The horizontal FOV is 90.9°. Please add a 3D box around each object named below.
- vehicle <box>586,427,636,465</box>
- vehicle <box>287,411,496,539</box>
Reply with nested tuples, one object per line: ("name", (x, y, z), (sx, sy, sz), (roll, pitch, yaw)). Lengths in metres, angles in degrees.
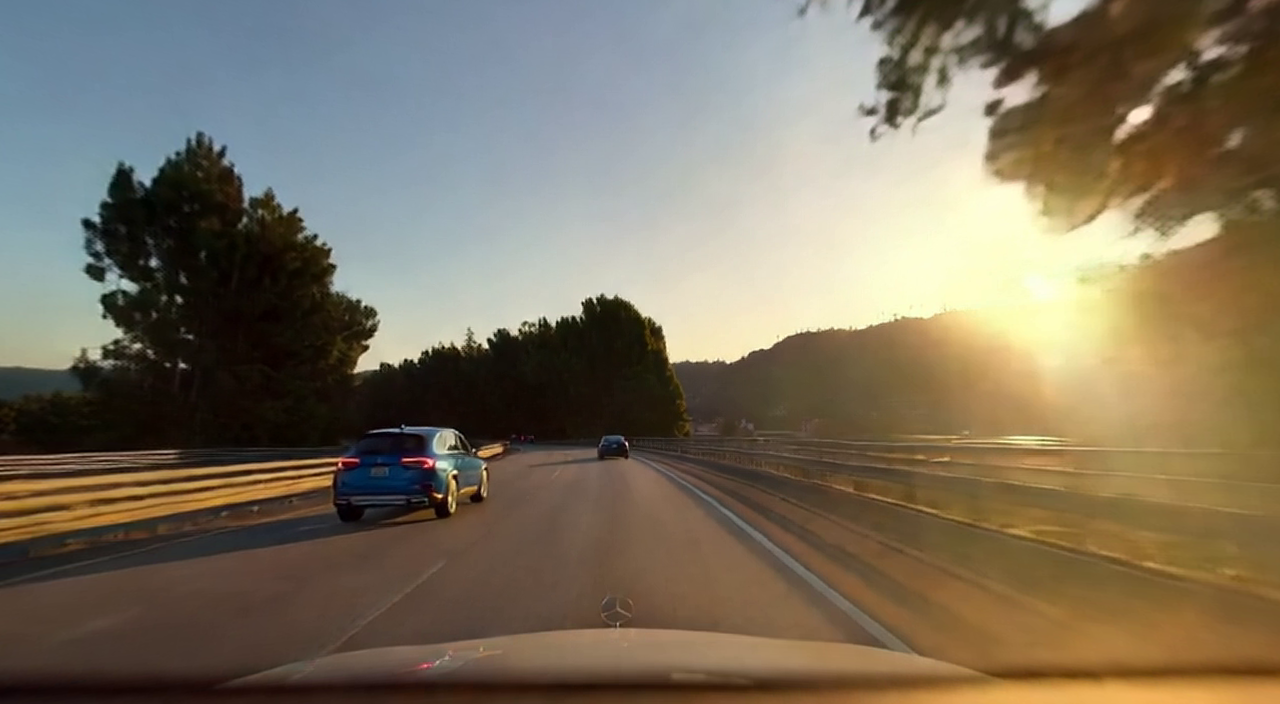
("vehicle", (-1.631, 4.975, 33.486), (2.452, 1.857, 4.022), (0, -7, -5))
("vehicle", (-4.203, 2.110, 11.697), (2.053, 1.847, 4.760), (0, -7, -2))
